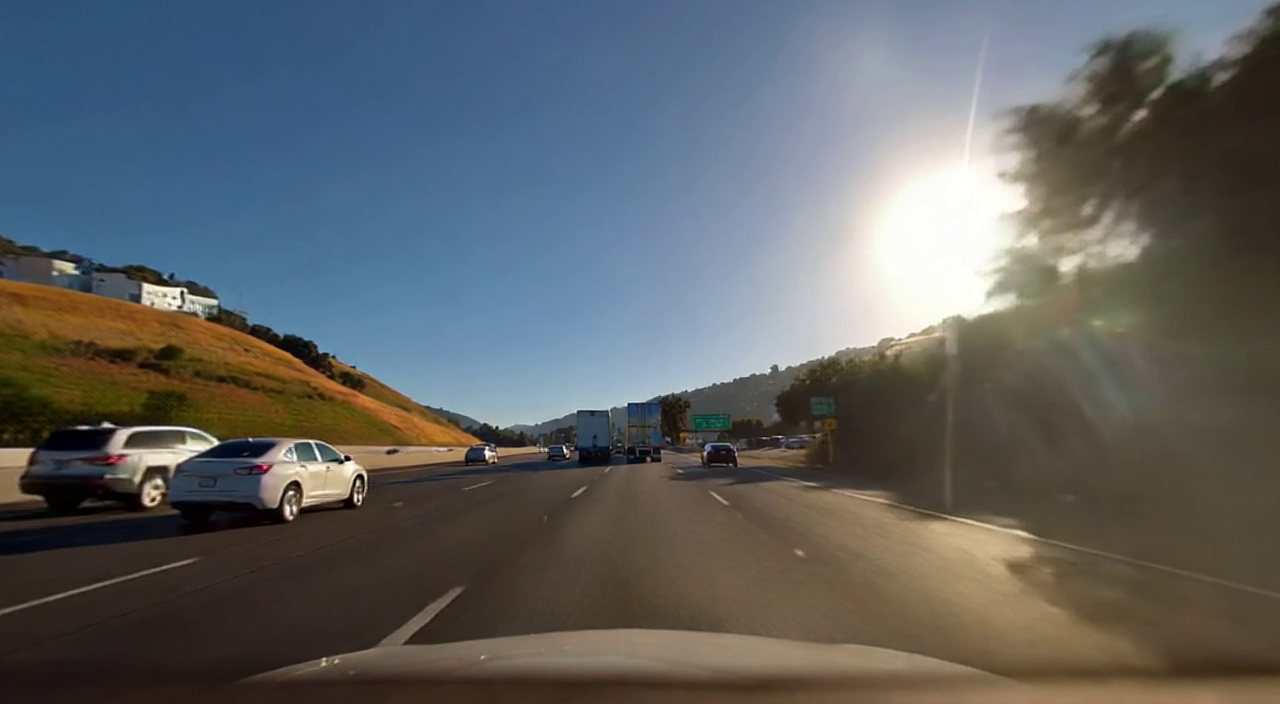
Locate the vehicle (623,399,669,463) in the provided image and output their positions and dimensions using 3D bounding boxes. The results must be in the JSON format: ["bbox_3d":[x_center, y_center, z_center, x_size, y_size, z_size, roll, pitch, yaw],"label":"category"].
[{"bbox_3d":[0.384,5.910,46.375,2.969,4.104,10.906,0,-9,0],"label":"vehicle"}]

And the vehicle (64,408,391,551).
[{"bbox_3d":[-6.009,1.910,10.087,2.122,1.754,4.379,0,-9,2],"label":"vehicle"}]

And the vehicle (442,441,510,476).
[{"bbox_3d":[-7.450,4.872,29.135,1.891,1.460,4.506,0,-9,1],"label":"vehicle"}]

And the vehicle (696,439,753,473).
[{"bbox_3d":[3.926,4.907,29.992,2.006,1.452,4.246,0,-9,-1],"label":"vehicle"}]
